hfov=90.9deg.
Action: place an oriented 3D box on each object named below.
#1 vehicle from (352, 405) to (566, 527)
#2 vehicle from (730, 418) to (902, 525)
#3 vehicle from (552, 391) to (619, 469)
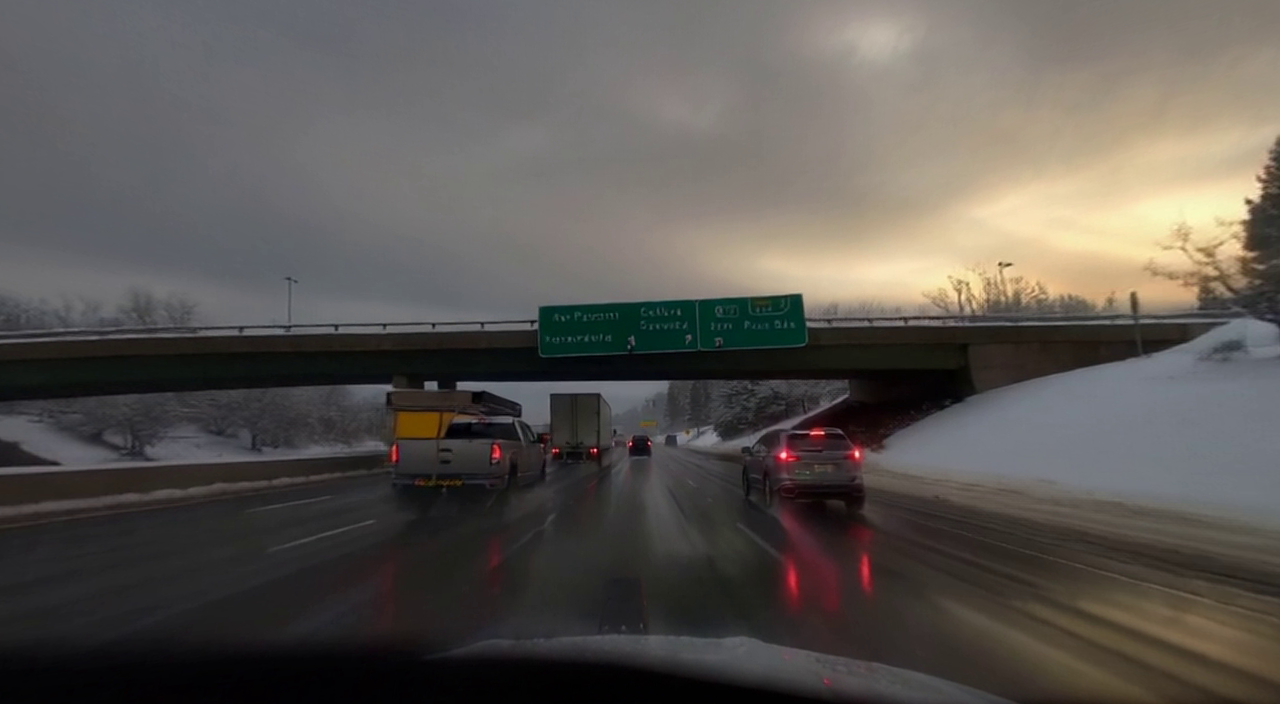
[{"bbox_3d":[-3.429,2.399,13.892,2.645,2.023,6.491,0,-8,1],"label":"vehicle"},{"bbox_3d":[3.096,2.208,12.172,2.028,1.658,4.334,0,-8,0],"label":"vehicle"},{"bbox_3d":[-3.140,5.248,41.269,2.869,4.108,15.564,0,-8,1],"label":"vehicle"}]
